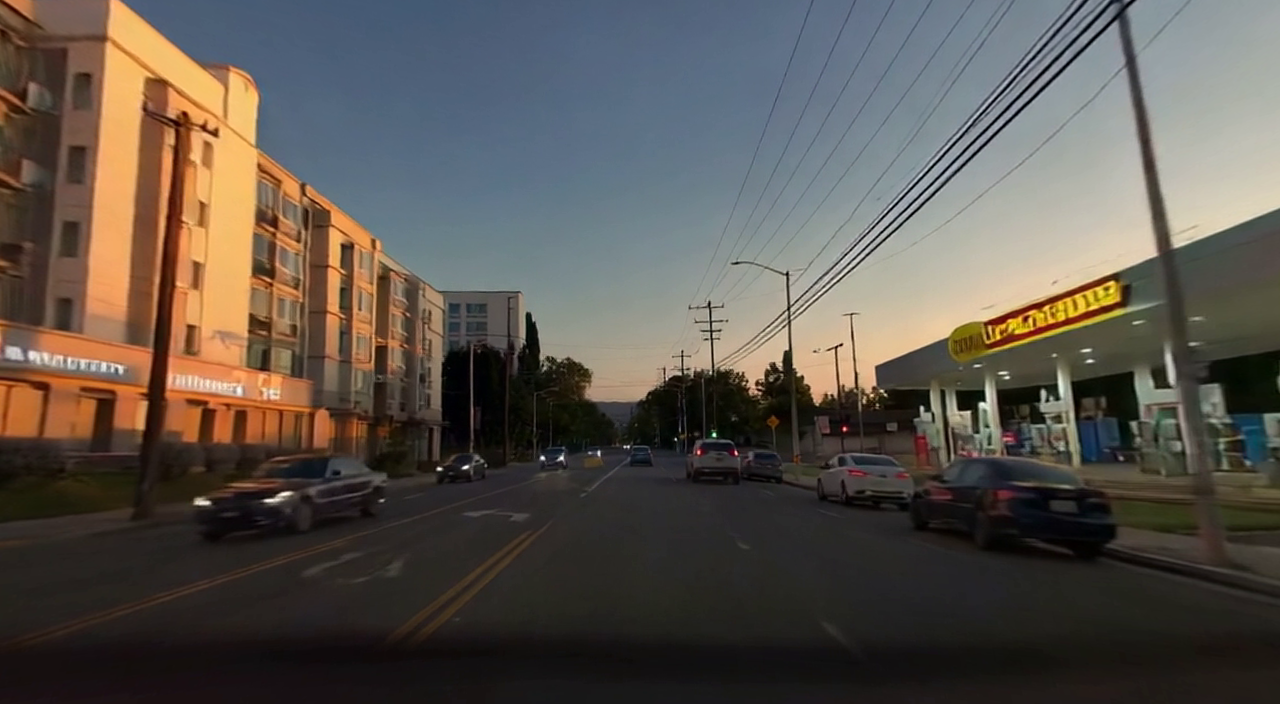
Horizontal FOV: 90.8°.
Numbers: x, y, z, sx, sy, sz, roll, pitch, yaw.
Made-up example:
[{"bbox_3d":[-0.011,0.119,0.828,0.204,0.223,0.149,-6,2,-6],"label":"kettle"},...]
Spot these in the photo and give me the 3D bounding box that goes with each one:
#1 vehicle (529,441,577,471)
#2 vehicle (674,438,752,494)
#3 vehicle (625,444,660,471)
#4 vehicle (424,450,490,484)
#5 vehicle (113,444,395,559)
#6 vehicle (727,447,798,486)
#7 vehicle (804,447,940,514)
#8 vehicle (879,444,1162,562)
[{"bbox_3d":[-5.716,6.952,42.421,2.241,1.880,5.665,-1,-8,2],"label":"vehicle"},{"bbox_3d":[2.289,3.697,20.933,1.945,1.647,4.160,0,-8,-2],"label":"vehicle"},{"bbox_3d":[0.210,6.345,38.203,1.999,1.487,3.939,0,-8,1],"label":"vehicle"},{"bbox_3d":[-8.860,5.584,30.998,1.840,1.501,4.563,0,-8,1],"label":"vehicle"},{"bbox_3d":[-5.983,2.313,10.583,2.033,1.495,4.216,0,-8,0],"label":"vehicle"},{"bbox_3d":[5.155,4.863,27.176,1.910,1.477,4.205,0,-8,-4],"label":"vehicle"},{"bbox_3d":[5.846,3.262,16.605,1.841,1.475,4.518,0,-8,0],"label":"vehicle"},{"bbox_3d":[5.813,2.300,10.511,1.914,1.513,4.474,0,-8,0],"label":"vehicle"}]
